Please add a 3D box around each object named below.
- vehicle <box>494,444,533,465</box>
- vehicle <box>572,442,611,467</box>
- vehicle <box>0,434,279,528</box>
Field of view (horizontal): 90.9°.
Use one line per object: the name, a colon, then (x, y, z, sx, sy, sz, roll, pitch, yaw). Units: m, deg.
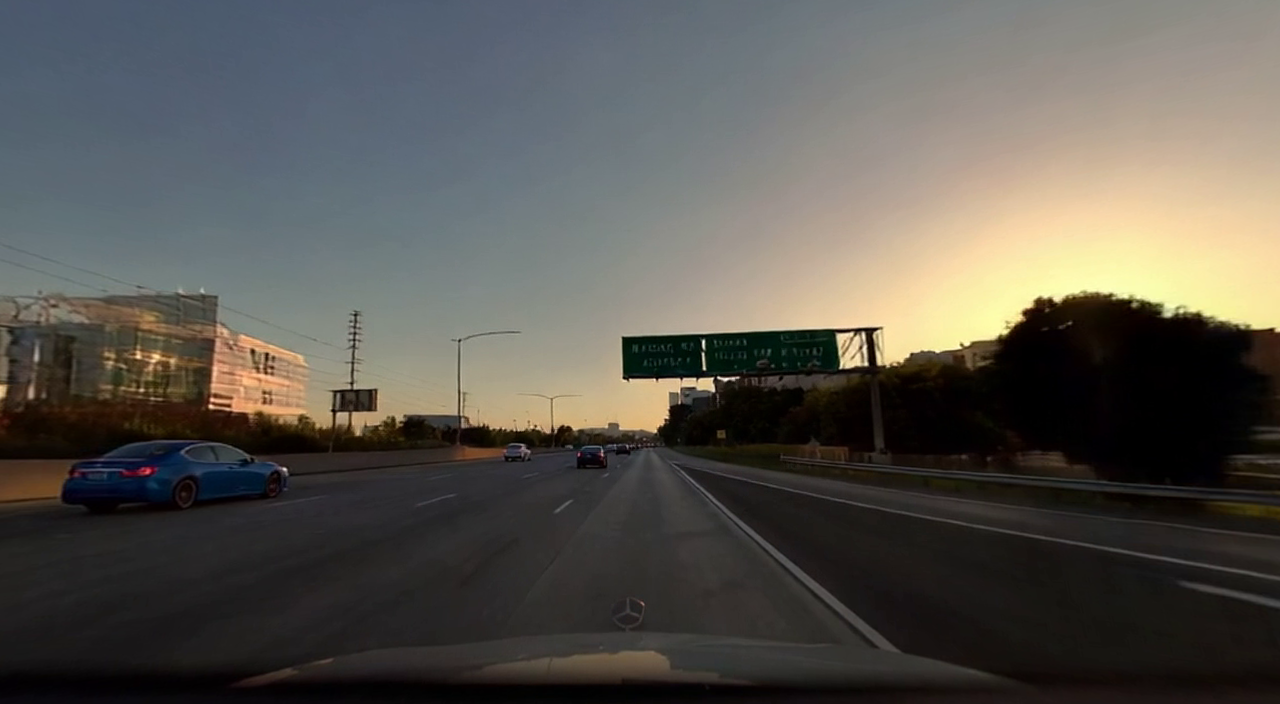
vehicle: (-9.358, 7.573, 46.945, 1.930, 1.490, 3.955, 0, -8, 2)
vehicle: (-2.944, 6.364, 39.330, 2.050, 1.479, 4.342, 0, -8, 1)
vehicle: (-9.837, 2.484, 12.832, 2.002, 1.526, 4.822, 0, -8, 2)
